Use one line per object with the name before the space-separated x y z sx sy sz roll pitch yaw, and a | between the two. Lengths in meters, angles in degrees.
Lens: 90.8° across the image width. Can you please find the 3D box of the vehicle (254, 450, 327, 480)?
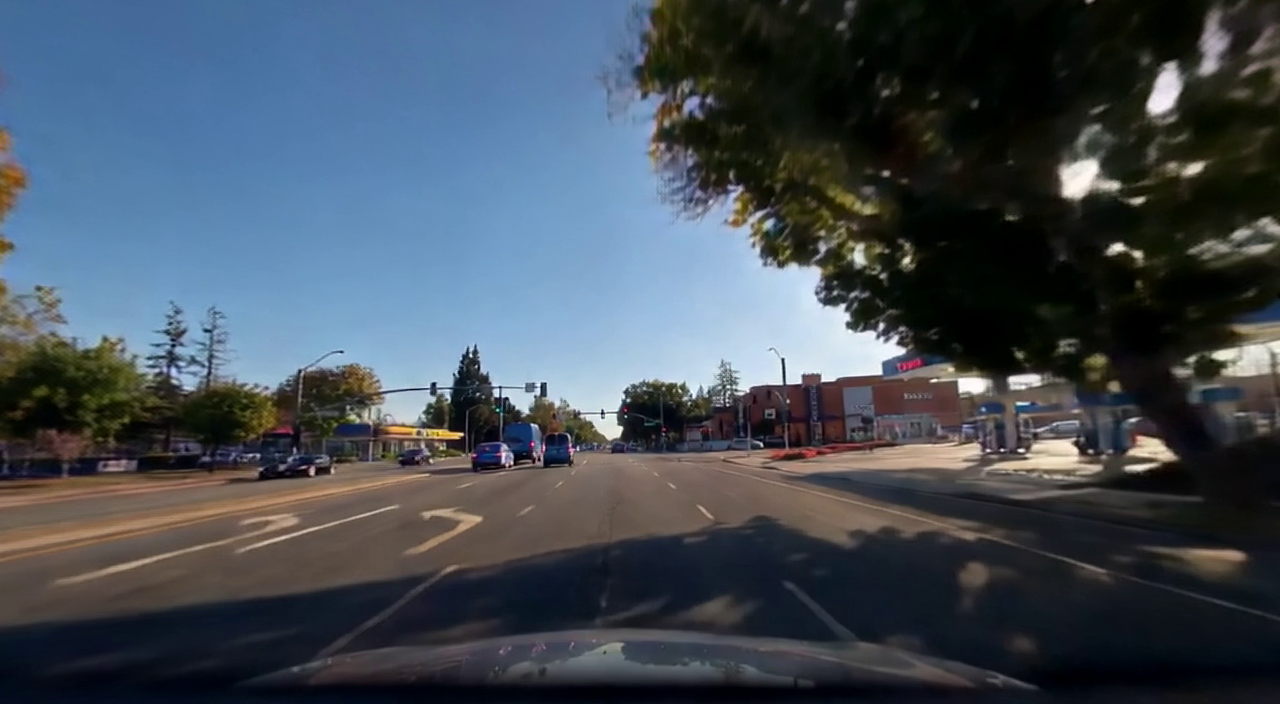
vehicle | -20.520 6.625 37.341 1.930 1.659 4.364 0 -8 -2

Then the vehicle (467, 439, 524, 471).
vehicle | -7.383 5.291 32.693 1.993 1.490 4.768 0 -8 -2

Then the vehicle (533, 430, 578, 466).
vehicle | -4.994 5.750 37.855 2.206 2.007 5.190 0 -8 -3
